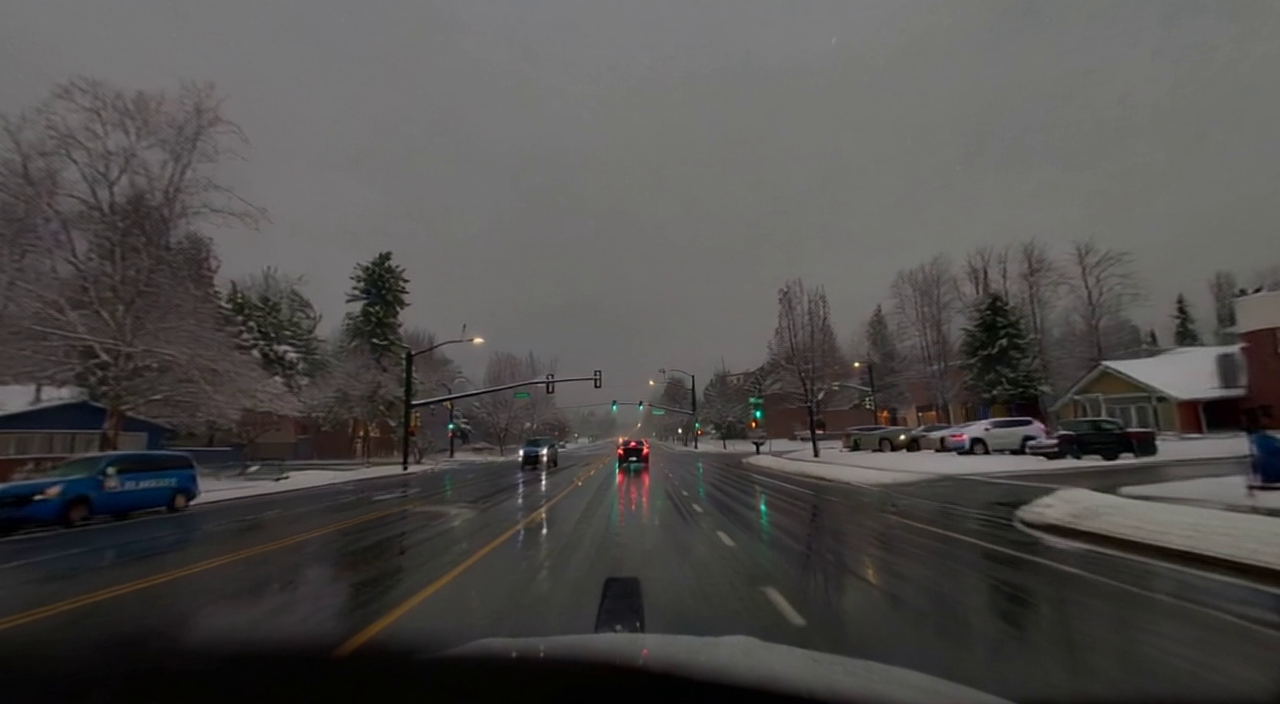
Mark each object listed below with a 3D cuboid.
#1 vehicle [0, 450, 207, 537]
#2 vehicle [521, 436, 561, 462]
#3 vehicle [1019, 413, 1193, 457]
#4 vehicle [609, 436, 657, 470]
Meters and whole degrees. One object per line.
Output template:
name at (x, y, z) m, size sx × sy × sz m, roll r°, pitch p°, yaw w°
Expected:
vehicle at (-12.980, 3.245, 15.201) m, size 1.957 × 1.754 × 4.393 m, roll 0°, pitch -9°, yaw 0°
vehicle at (-7.026, 6.981, 45.372) m, size 2.117 × 1.756 × 4.375 m, roll 0°, pitch -9°, yaw 0°
vehicle at (16.681, 3.003, 22.823) m, size 4.658 × 1.495 × 1.978 m, roll 0°, pitch -9°, yaw 1°
vehicle at (-0.300, 4.689, 29.498) m, size 2.104 × 1.462 × 3.991 m, roll 0°, pitch -9°, yaw 0°
